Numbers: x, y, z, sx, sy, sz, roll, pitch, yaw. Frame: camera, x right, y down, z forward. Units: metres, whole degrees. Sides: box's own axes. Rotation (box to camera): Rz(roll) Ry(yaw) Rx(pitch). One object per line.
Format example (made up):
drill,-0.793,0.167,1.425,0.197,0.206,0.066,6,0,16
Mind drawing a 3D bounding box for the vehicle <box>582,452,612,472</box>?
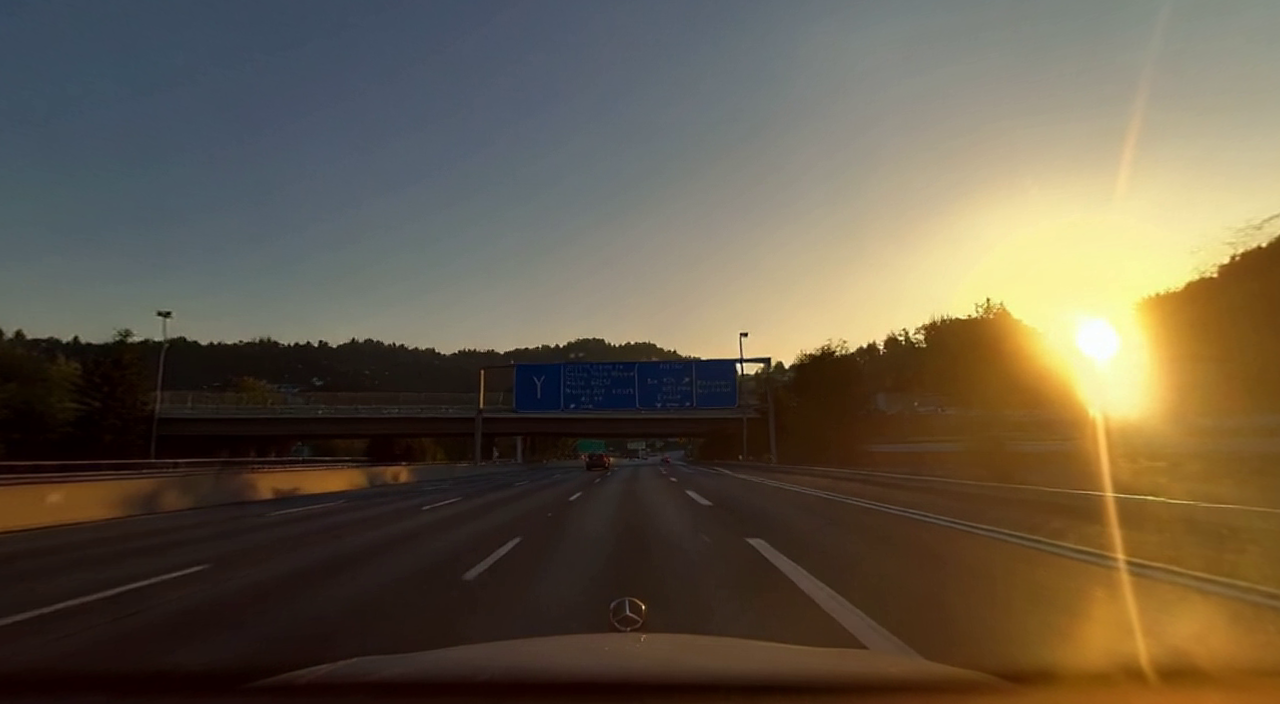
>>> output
vehicle,-3.321,8.645,49.639,2.041,1.512,3.996,0,-9,0
